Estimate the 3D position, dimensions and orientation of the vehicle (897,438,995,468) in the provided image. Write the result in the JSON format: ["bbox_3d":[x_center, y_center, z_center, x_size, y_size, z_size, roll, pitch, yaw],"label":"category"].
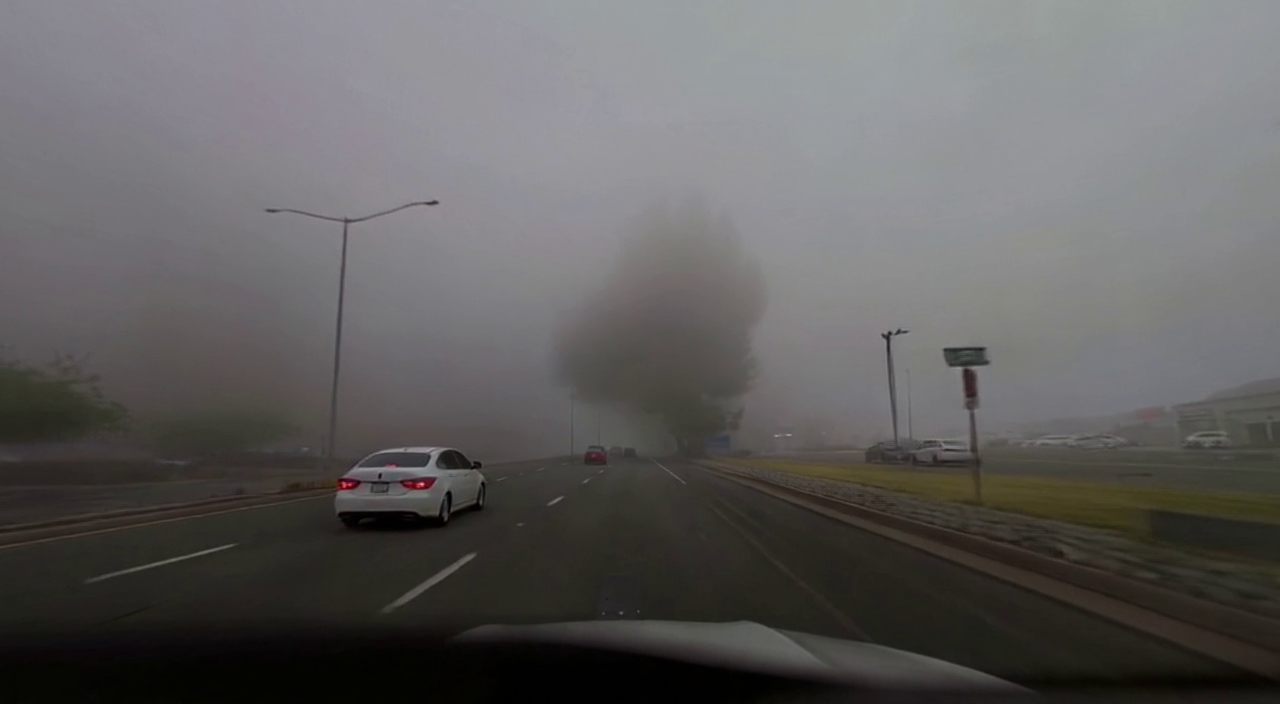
[{"bbox_3d":[16.117,5.329,33.408,4.197,1.466,1.930,0,-9,-2],"label":"vehicle"}]

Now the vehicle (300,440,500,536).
[{"bbox_3d":[-4.176,2.421,11.941,2.003,1.454,4.484,0,-9,0],"label":"vehicle"}]
